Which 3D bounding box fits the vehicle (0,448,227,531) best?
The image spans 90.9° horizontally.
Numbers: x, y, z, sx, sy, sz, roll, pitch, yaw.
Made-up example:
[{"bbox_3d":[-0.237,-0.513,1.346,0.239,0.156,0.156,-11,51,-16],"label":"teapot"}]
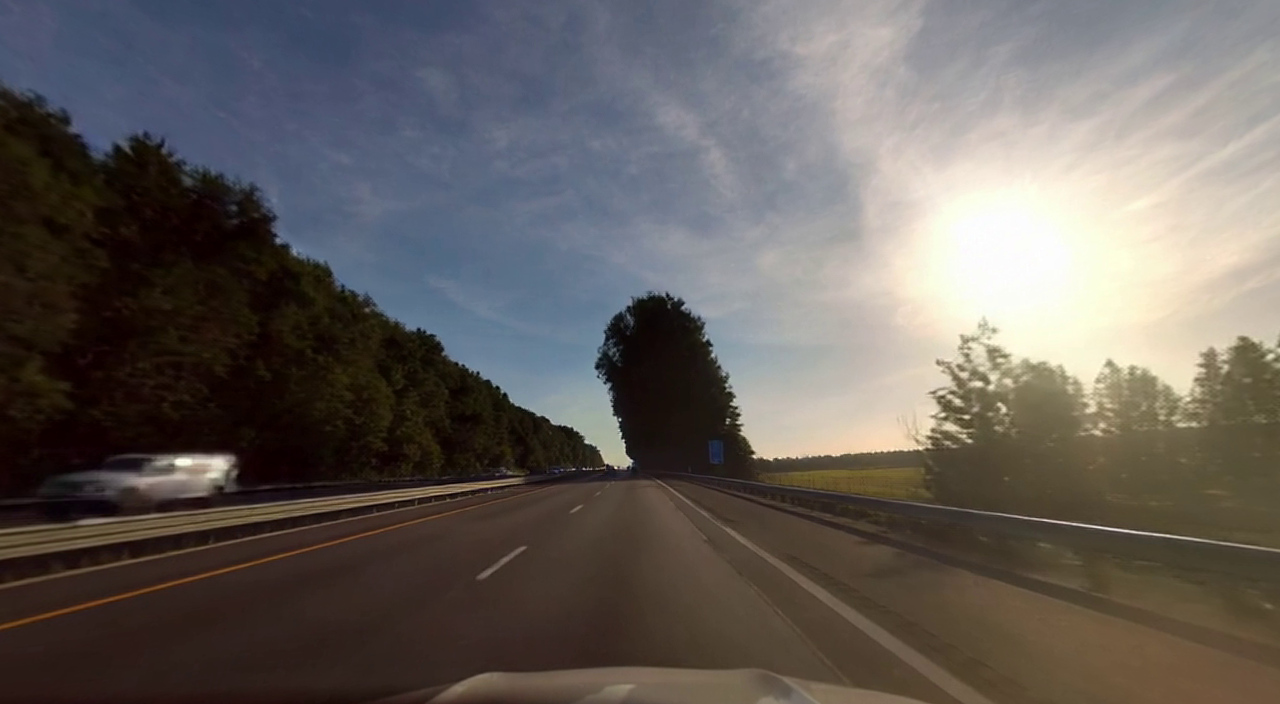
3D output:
[{"bbox_3d":[-12.749,3.303,15.518,1.971,1.687,4.517,1,-10,0],"label":"vehicle"}]
